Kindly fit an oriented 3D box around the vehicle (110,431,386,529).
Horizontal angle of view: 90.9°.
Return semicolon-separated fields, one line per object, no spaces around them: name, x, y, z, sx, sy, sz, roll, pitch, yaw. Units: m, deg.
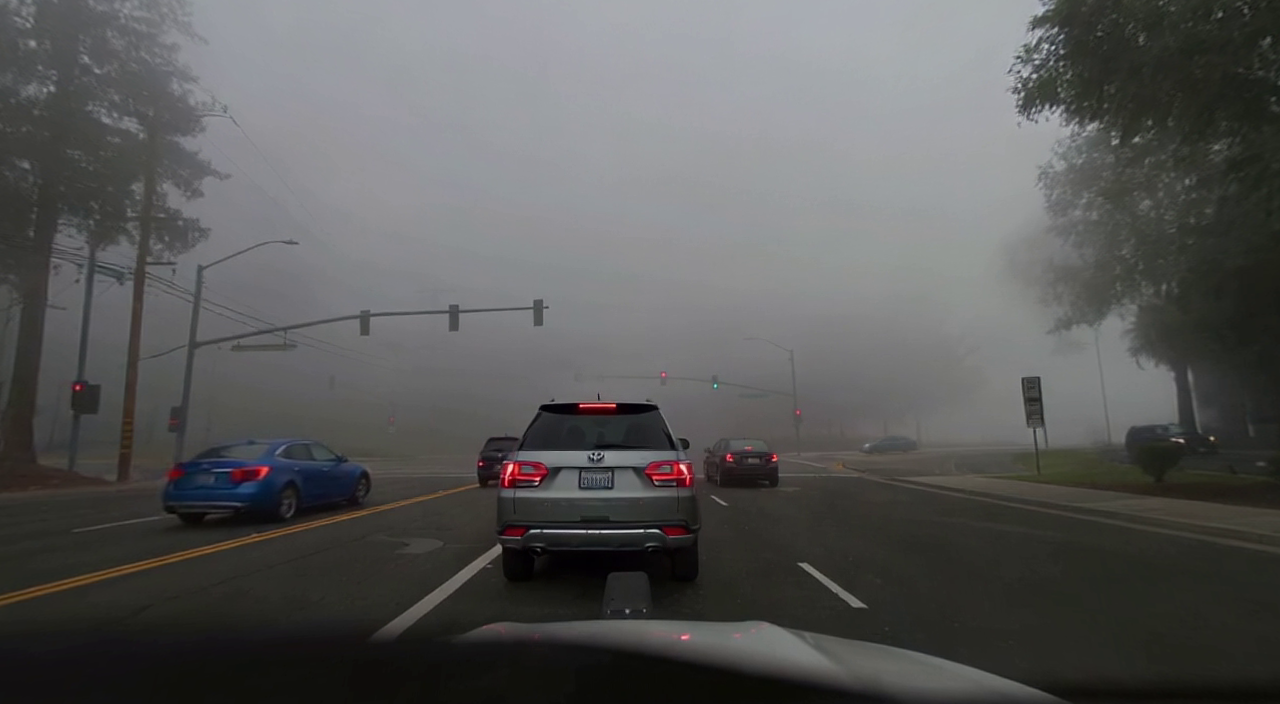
vehicle;-6.975;2.320;12.103;2.060;1.473;4.950;0;-8;1

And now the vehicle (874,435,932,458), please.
vehicle;20.003;7.201;47.919;4.361;1.653;2.034;6;-10;-35

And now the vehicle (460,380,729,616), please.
vehicle;-0.345;1.440;7.096;2.064;1.817;4.298;0;-8;0

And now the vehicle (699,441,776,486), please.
vehicle;3.337;3.898;22.383;2.104;1.441;4.240;0;-8;1

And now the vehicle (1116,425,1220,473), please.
vehicle;19.243;3.512;22.929;4.215;1.578;1.892;7;-11;-37
